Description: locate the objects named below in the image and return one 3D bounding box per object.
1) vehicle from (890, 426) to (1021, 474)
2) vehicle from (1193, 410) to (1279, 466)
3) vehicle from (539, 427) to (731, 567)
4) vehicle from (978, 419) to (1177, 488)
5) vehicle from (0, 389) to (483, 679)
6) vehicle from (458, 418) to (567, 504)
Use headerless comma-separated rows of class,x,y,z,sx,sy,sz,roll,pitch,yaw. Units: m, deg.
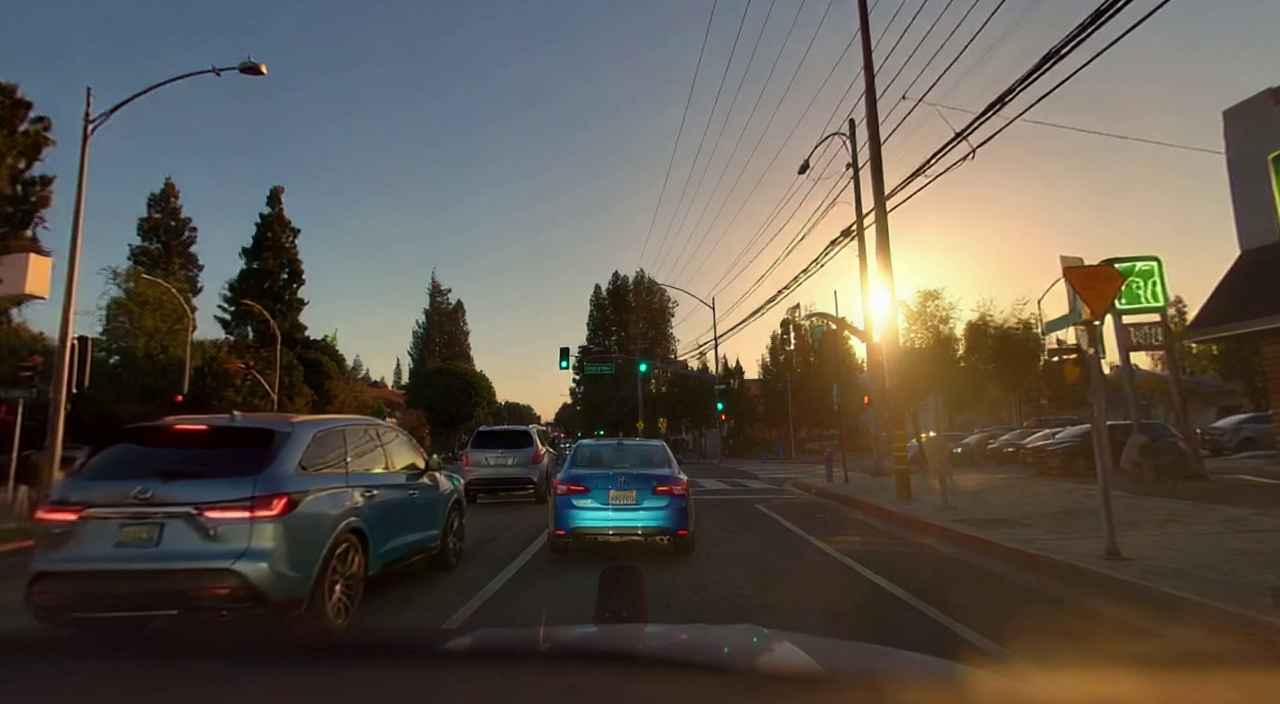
vehicle,10.644,3.354,21.727,1.842,1.471,4.481,1,-8,-5
vehicle,18.719,2.558,18.676,4.446,1.511,1.977,4,-10,-29
vehicle,-0.149,1.874,8.971,2.070,1.481,4.216,0,-8,-3
vehicle,10.528,2.494,15.684,1.888,1.455,4.268,0,-8,0
vehicle,-2.930,1.347,5.702,2.003,1.681,3.878,0,-8,0
vehicle,-3.029,2.696,15.979,2.106,1.852,4.512,0,-8,-4
